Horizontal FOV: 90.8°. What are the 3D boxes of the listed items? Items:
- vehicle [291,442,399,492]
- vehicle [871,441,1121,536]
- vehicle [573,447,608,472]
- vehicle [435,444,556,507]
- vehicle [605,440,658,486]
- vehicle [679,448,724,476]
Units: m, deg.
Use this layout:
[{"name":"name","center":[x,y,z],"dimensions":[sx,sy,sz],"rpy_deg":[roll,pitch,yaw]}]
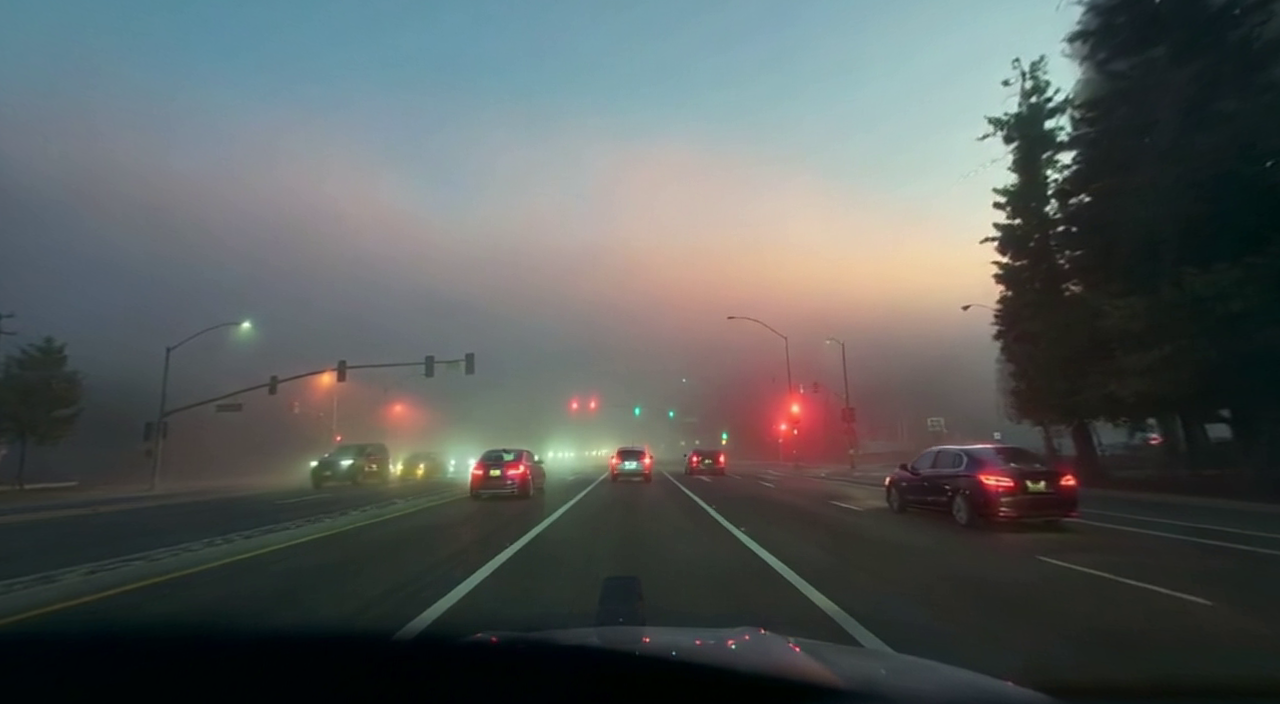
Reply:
[{"name":"vehicle","center":[-10.961,4.272,23.876],"dimensions":[2.026,1.706,4.041],"rpy_deg":[0,-8,2]},{"name":"vehicle","center":[6.367,2.459,12.129],"dimensions":[2.028,1.451,4.625],"rpy_deg":[0,-8,-1]},{"name":"vehicle","center":[-3.130,6.904,40.793],"dimensions":[2.002,1.502,4.057],"rpy_deg":[0,-8,-1]},{"name":"vehicle","center":[-3.744,3.263,17.282],"dimensions":[2.163,1.474,4.413],"rpy_deg":[0,-8,2]},{"name":"vehicle","center":[-0.310,4.512,26.076],"dimensions":[2.008,1.716,4.125],"rpy_deg":[0,-8,0]},{"name":"vehicle","center":[3.403,6.148,35.561],"dimensions":[2.014,1.430,4.103],"rpy_deg":[0,-8,-1]}]
